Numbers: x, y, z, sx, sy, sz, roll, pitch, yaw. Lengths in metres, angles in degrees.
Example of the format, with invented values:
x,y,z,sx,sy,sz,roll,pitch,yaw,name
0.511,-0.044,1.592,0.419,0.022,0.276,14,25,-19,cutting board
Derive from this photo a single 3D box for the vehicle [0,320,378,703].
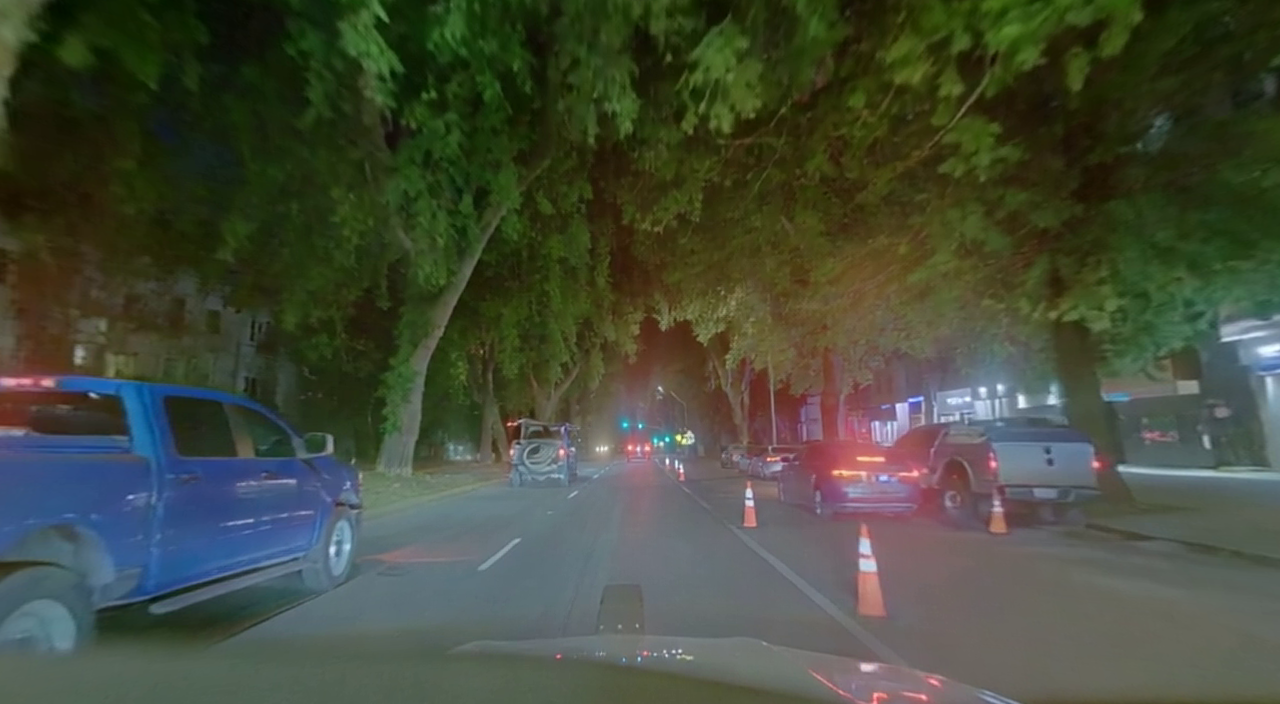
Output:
x,y,z,sx,sy,sz,roll,pitch,yaw,name
-3.603,0.955,3.571,2.327,1.775,4.430,0,-8,0,vehicle

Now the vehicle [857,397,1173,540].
x,y,z,sx,sy,sz,roll,pitch,yaw,name
6.673,2.183,12.446,2.921,2.166,5.422,0,-8,1,vehicle

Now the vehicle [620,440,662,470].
x,y,z,sx,sy,sz,roll,pitch,yaw,name
-0.005,6.438,39.744,2.413,1.748,4.406,0,-8,-2,vehicle

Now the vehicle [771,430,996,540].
x,y,z,sx,sy,sz,roll,pitch,yaw,name
4.085,2.295,11.622,2.082,1.601,4.451,0,-9,-4,vehicle

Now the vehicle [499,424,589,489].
x,y,z,sx,sy,sz,roll,pitch,yaw,name
-3.309,3.779,23.174,2.424,2.063,5.678,0,-8,0,vehicle
